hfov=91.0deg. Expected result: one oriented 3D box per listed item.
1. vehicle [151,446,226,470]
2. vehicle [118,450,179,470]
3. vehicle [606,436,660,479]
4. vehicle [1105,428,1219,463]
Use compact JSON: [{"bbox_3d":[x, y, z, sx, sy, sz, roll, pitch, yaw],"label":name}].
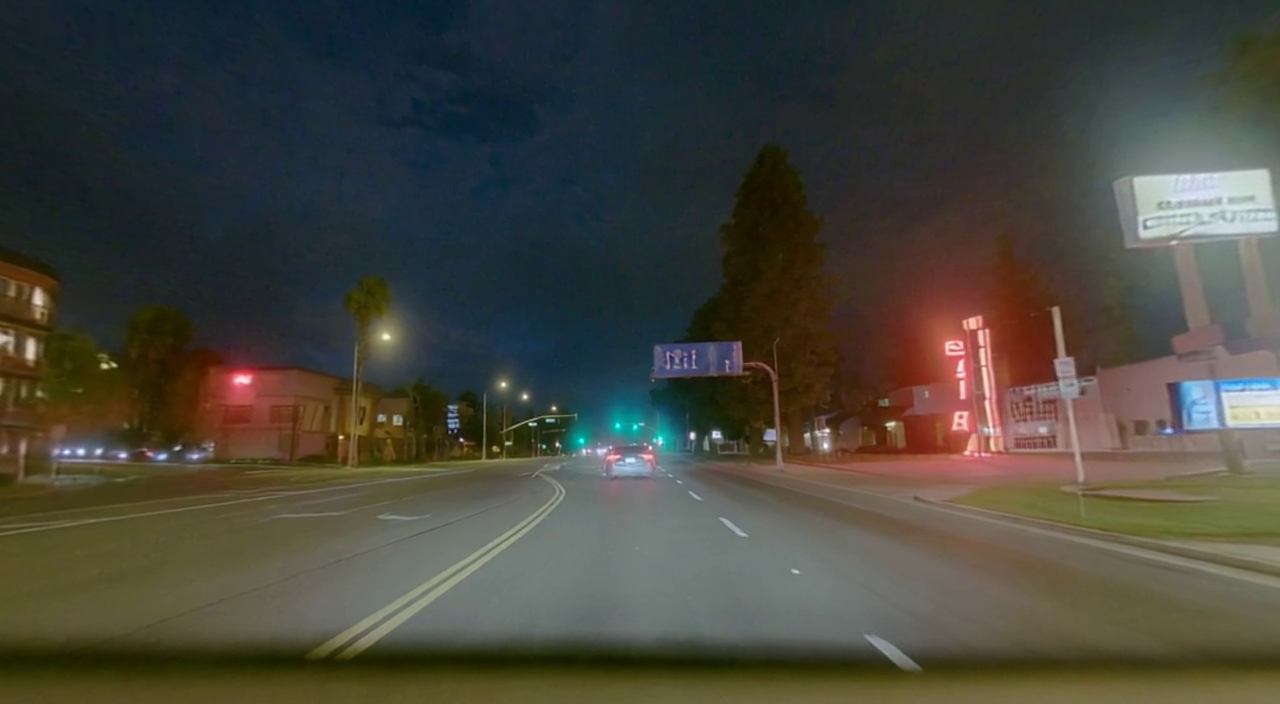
[{"bbox_3d":[-29.880,7.020,41.800,1.844,1.521,4.304,1,-9,-2],"label":"vehicle"},{"bbox_3d":[-37.978,8.340,48.738,1.732,1.357,3.730,-2,-9,0],"label":"vehicle"},{"bbox_3d":[-0.283,4.836,29.015,2.235,1.719,4.292,2,-9,1],"label":"vehicle"},{"bbox_3d":[23.154,4.168,28.129,1.720,1.450,3.741,0,-8,-4],"label":"vehicle"}]
